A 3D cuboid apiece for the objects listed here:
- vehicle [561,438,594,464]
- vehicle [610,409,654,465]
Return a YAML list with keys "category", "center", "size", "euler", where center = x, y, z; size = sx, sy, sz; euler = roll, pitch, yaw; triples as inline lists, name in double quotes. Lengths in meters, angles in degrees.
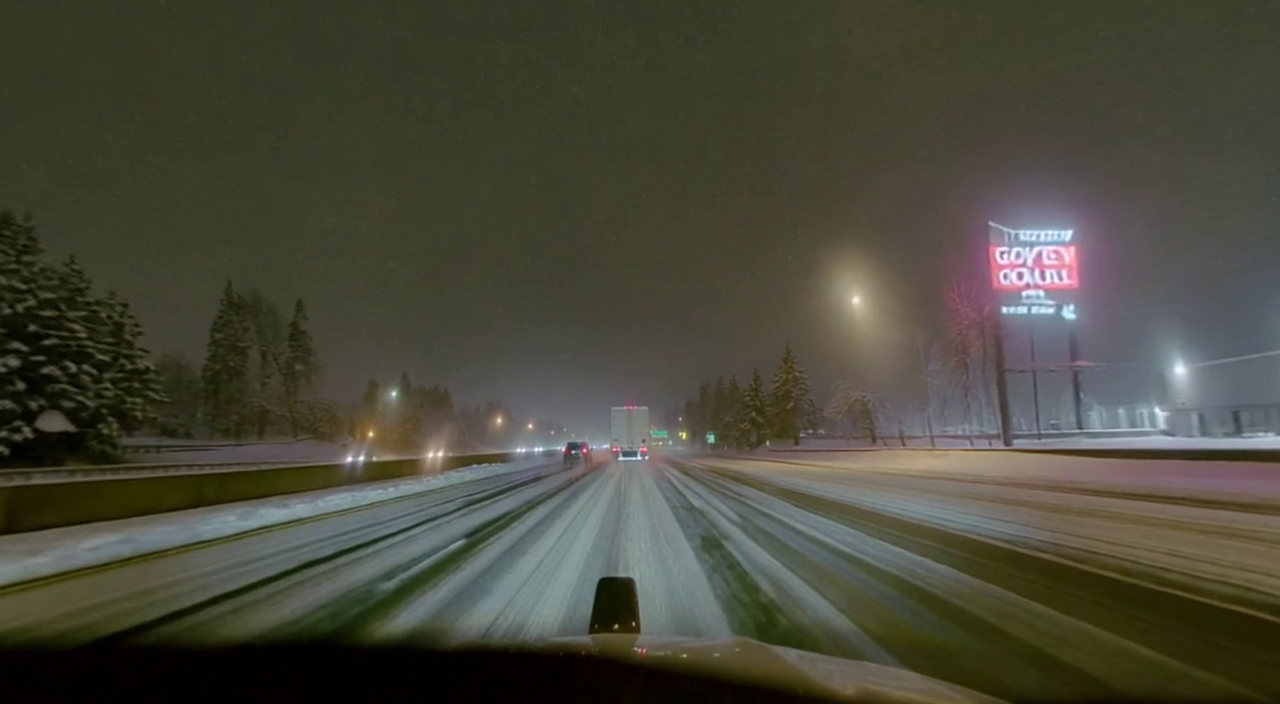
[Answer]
- category: "vehicle"
  center: [-4.786, 7.697, 49.162]
  size: [2.095, 1.930, 4.680]
  euler: [0, -8, 0]
- category: "vehicle"
  center: [-0.485, 6.602, 48.604]
  size: [3.000, 3.786, 11.740]
  euler: [0, -8, 0]
